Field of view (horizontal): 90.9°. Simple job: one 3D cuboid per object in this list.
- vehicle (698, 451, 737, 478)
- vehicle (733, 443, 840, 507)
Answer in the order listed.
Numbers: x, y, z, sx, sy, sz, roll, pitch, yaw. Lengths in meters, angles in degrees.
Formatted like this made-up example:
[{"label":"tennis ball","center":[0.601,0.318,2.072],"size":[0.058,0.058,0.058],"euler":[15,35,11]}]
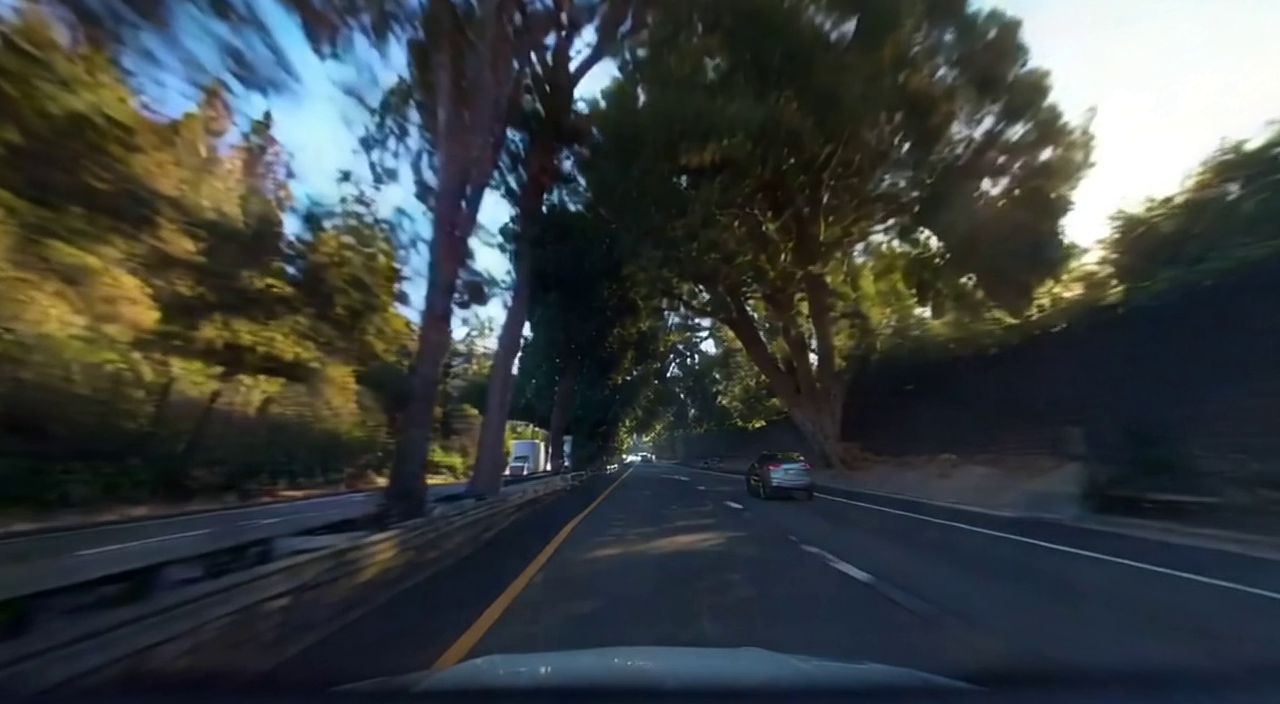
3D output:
[{"label":"vehicle","center":[5.144,7.473,42.153],"size":[1.994,1.671,3.949],"euler":[0,-9,-1]},{"label":"vehicle","center":[4.206,3.608,18.957],"size":[2.122,1.662,4.392],"euler":[0,-9,0]}]
